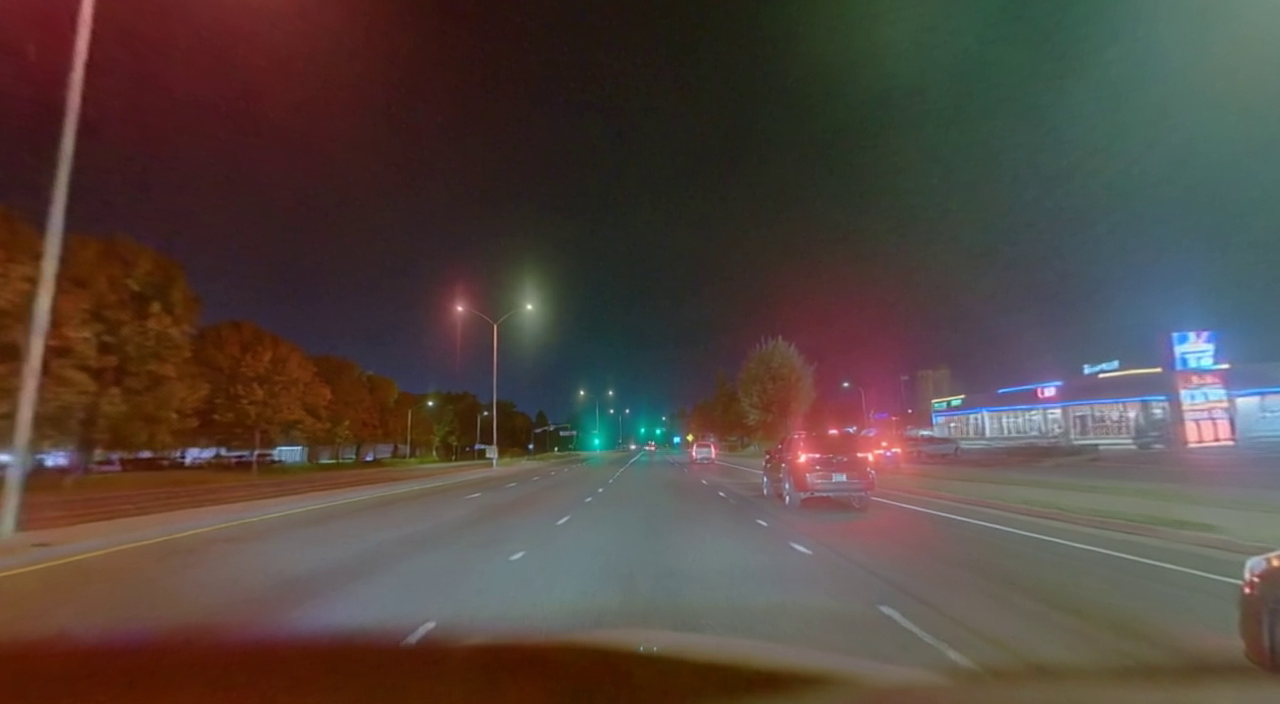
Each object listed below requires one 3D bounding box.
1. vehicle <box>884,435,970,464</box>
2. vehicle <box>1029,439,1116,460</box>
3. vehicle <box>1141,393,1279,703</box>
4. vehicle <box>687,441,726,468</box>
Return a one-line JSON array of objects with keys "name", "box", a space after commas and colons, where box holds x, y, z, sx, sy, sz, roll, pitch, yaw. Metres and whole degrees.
[{"name": "vehicle", "box": [18.050, 6.153, 39.774, 4.386, 1.701, 2.121, -1, -9, 3]}, {"name": "vehicle", "box": [32.545, 7.349, 47.526, 5.080, 1.504, 1.946, -9, -12, 44]}, {"name": "vehicle", "box": [3.608, 0.679, 0.858, 1.995, 1.528, 4.732, 0, -9, 1]}, {"name": "vehicle", "box": [4.290, 6.706, 41.473, 2.007, 1.683, 4.171, 0, -8, -1]}]
